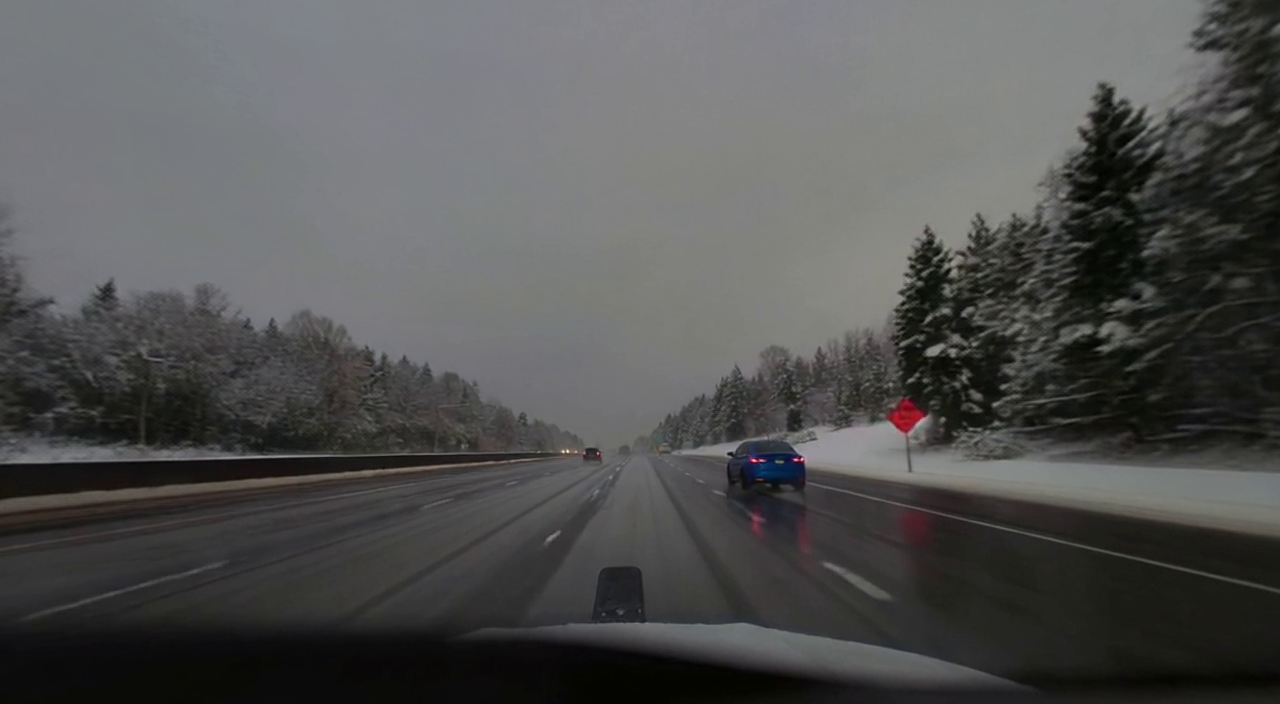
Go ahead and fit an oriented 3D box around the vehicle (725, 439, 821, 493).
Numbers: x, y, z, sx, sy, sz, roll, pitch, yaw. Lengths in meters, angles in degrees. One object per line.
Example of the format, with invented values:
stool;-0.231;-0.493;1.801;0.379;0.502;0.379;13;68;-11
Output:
vehicle;4.064;3.567;20.047;2.033;1.501;4.398;0;-9;-1
